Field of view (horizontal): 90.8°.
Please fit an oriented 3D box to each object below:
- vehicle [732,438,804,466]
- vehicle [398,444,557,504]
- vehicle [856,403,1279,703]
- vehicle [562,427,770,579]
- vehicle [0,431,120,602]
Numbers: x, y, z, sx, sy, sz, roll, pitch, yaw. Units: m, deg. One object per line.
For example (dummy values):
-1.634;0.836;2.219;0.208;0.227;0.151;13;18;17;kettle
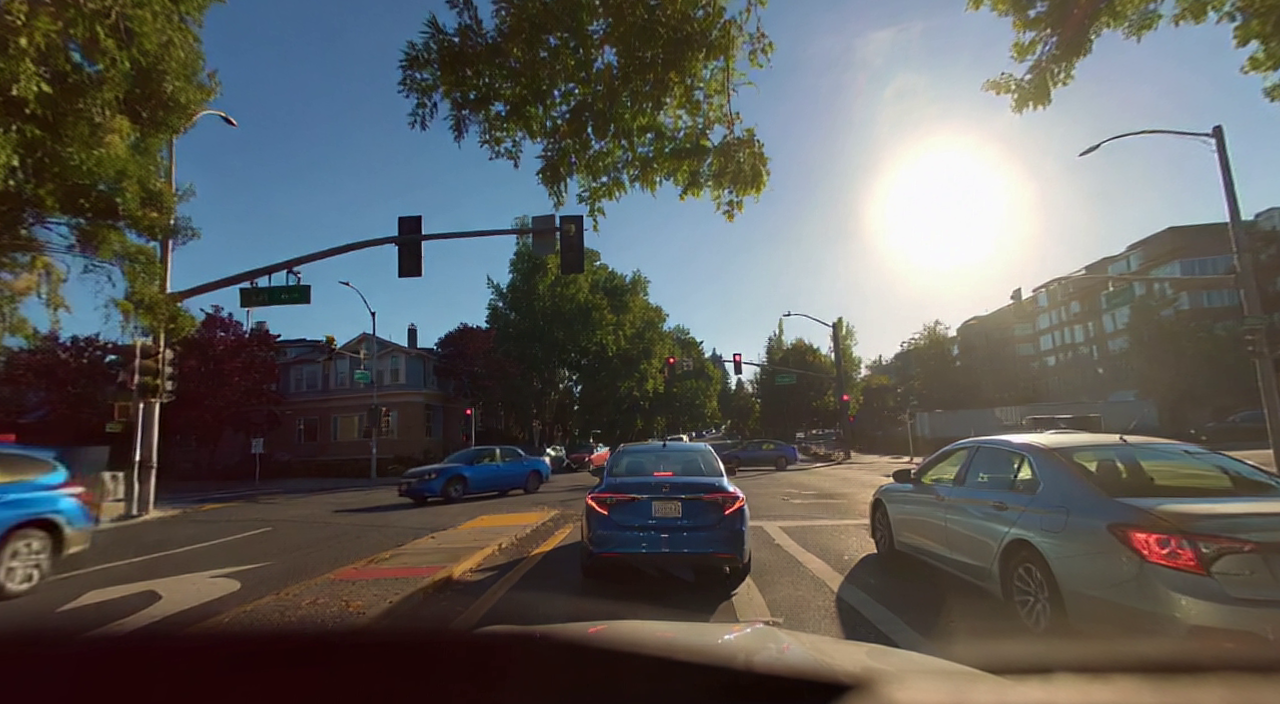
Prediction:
7.993;6.299;39.790;1.936;1.615;4.240;5;-10;-34;vehicle
-4.493;3.388;18.098;1.854;1.490;4.229;-6;-10;32;vehicle
3.657;1.339;5.428;1.888;1.486;4.681;0;-9;-1;vehicle
0.300;1.817;8.331;2.090;1.505;3.756;-1;-9;1;vehicle
-7.995;1.611;5.753;1.988;1.799;4.789;-2;-9;9;vehicle
